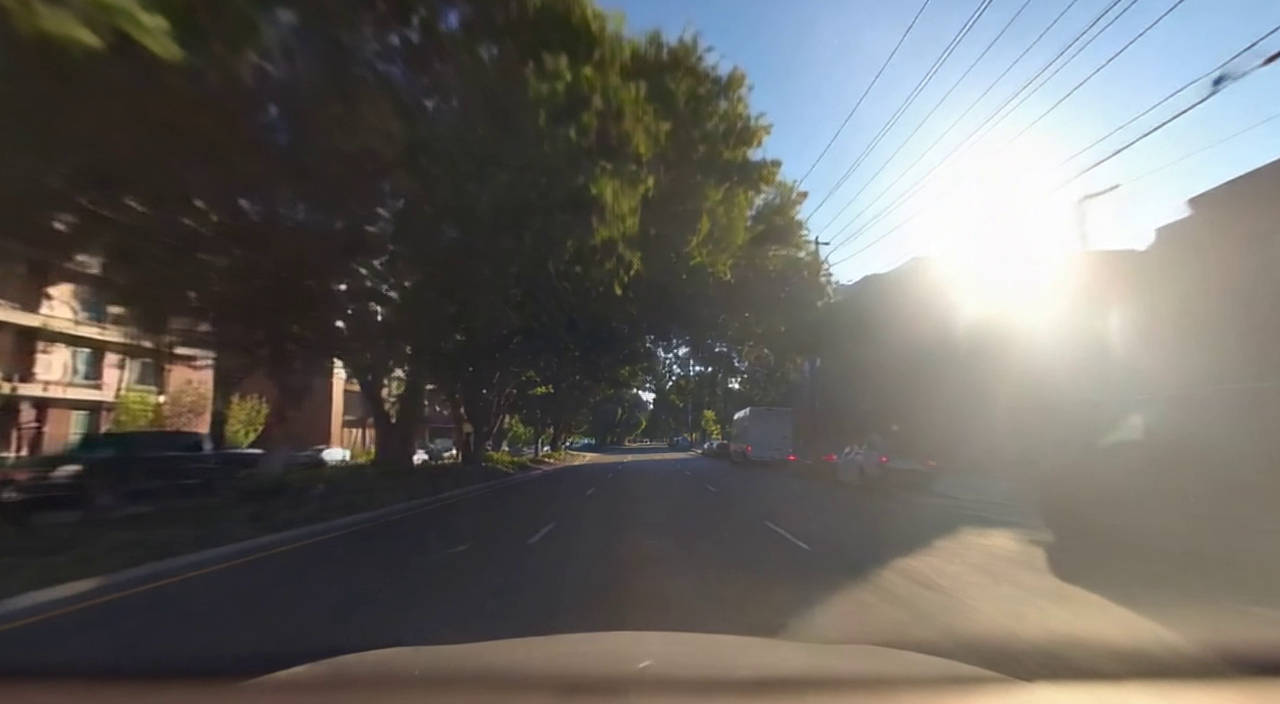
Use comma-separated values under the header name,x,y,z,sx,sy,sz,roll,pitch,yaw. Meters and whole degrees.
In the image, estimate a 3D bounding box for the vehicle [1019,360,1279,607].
name,x,y,z,sx,sy,sz,roll,pitch,yaw
vehicle,6.780,1.221,6.032,2.563,2.090,6.077,0,-9,1

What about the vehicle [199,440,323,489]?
name,x,y,z,sx,sy,sz,roll,pitch,yaw
vehicle,-15.253,4.495,25.744,1.932,1.784,4.751,-1,-8,3

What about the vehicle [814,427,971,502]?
name,x,y,z,sx,sy,sz,roll,pitch,yaw
vehicle,7.022,3.205,18.395,2.258,1.845,5.381,0,-9,-1

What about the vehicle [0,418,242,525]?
name,x,y,z,sx,sy,sz,roll,pitch,yaw
vehicle,-12.042,2.615,14.370,2.418,1.978,5.196,0,-9,1

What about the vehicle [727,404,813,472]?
name,x,y,z,sx,sy,sz,roll,pitch,yaw
vehicle,7.034,4.972,35.701,2.761,3.342,8.958,0,-9,-1

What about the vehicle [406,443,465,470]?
name,x,y,z,sx,sy,sz,roll,pitch,yaw
vehicle,-11.769,6.032,36.573,1.853,1.498,4.465,0,-9,0
